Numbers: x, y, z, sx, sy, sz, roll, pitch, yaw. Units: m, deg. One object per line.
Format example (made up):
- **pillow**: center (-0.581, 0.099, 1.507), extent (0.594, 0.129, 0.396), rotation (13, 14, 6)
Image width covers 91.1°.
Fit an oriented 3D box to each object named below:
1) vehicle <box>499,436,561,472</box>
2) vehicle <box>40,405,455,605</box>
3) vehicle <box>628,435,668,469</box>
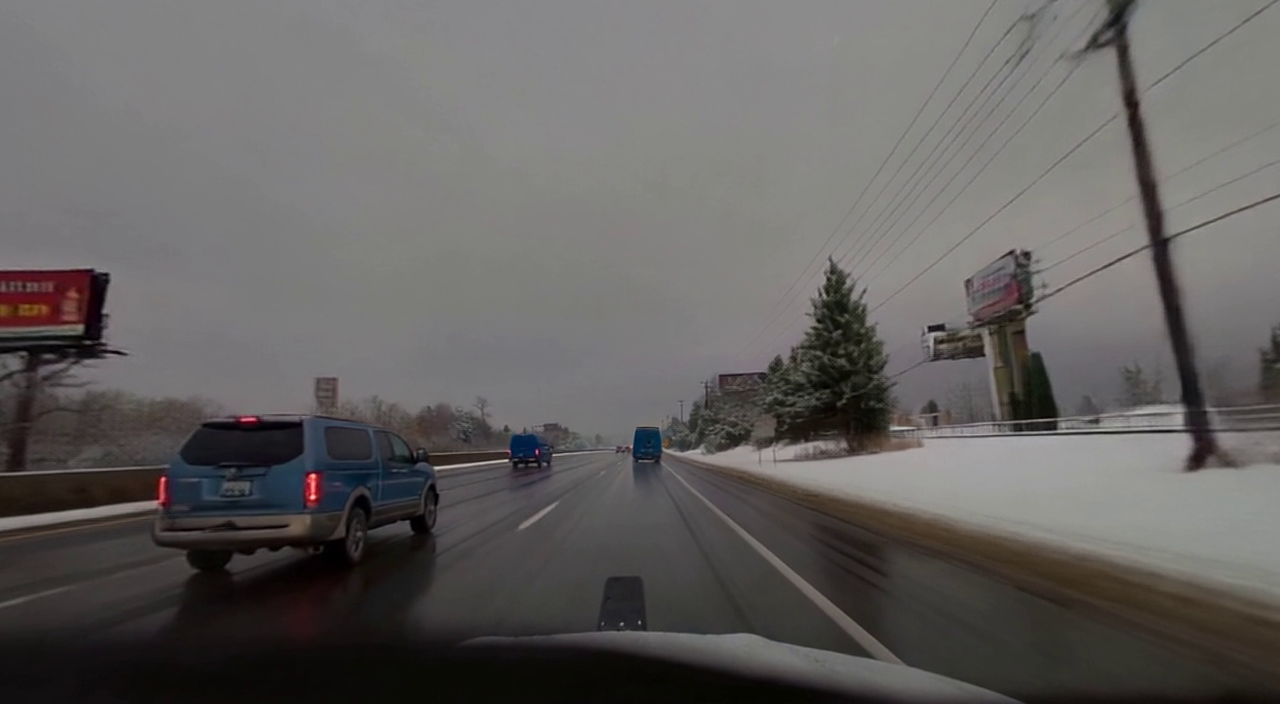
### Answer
- **vehicle**: center (-6.884, 6.511, 40.263), extent (2.695, 2.084, 6.836), rotation (0, -9, 1)
- **vehicle**: center (-4.149, 1.696, 7.929), extent (2.145, 1.730, 4.729), rotation (0, -9, 0)
- **vehicle**: center (0.574, 7.239, 45.623), extent (2.692, 2.279, 5.695), rotation (0, -9, 0)
